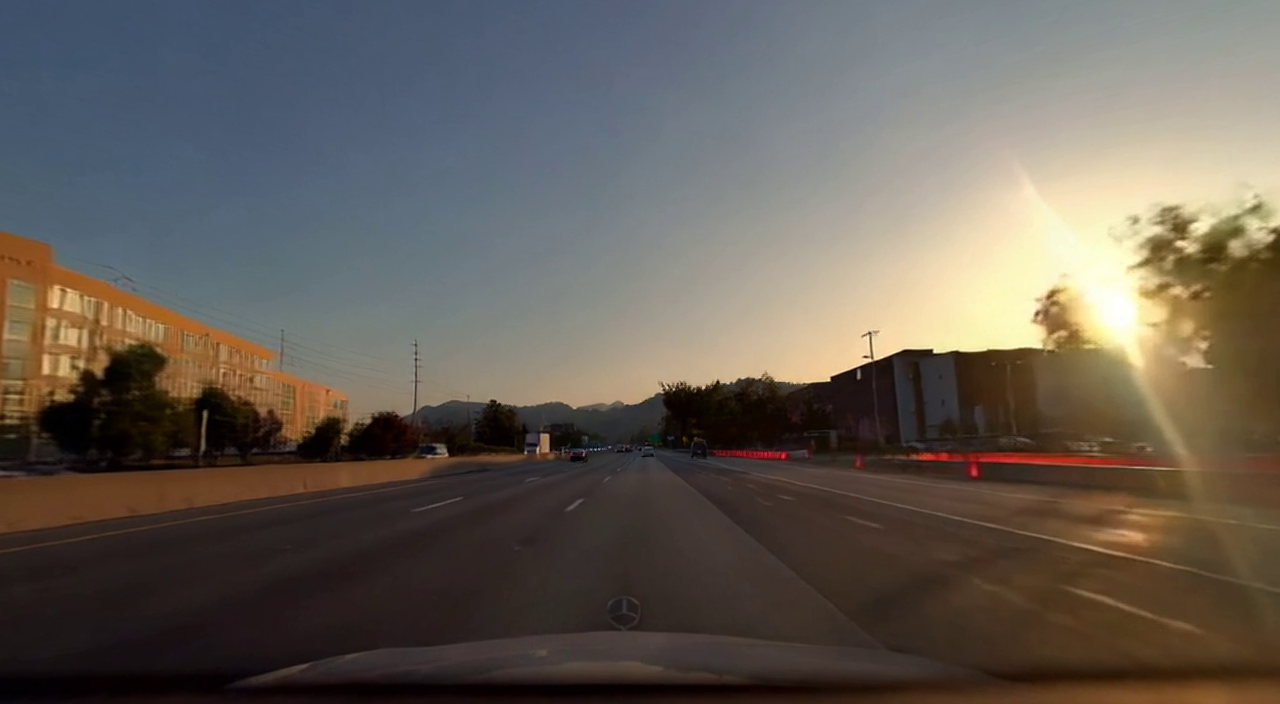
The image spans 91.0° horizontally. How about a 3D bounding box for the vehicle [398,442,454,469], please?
[{"bbox_3d":[-16.020,7.786,47.462,2.285,1.911,5.206,0,-9,1],"label":"vehicle"}]
